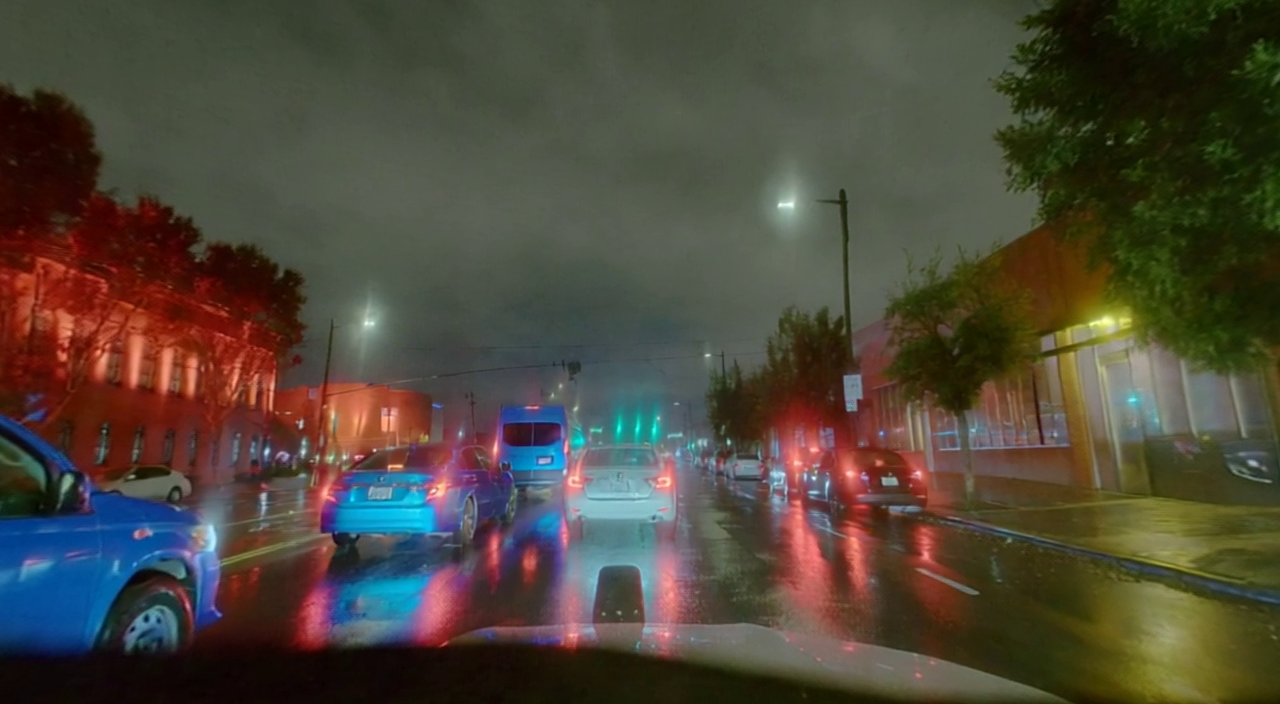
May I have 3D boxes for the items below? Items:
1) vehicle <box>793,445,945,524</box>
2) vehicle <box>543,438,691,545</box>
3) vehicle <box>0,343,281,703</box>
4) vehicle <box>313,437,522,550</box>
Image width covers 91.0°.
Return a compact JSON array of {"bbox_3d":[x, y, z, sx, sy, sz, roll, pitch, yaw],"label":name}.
[{"bbox_3d":[4.904,2.854,14.179,1.832,1.491,4.054,1,-9,-1],"label":"vehicle"},{"bbox_3d":[-0.360,2.340,11.247,2.152,1.518,4.113,0,-9,-1],"label":"vehicle"},{"bbox_3d":[-3.724,0.787,2.169,2.140,1.768,4.685,0,-9,1],"label":"vehicle"},{"bbox_3d":[-3.535,2.323,11.078,1.995,1.554,4.426,0,-9,1],"label":"vehicle"}]
